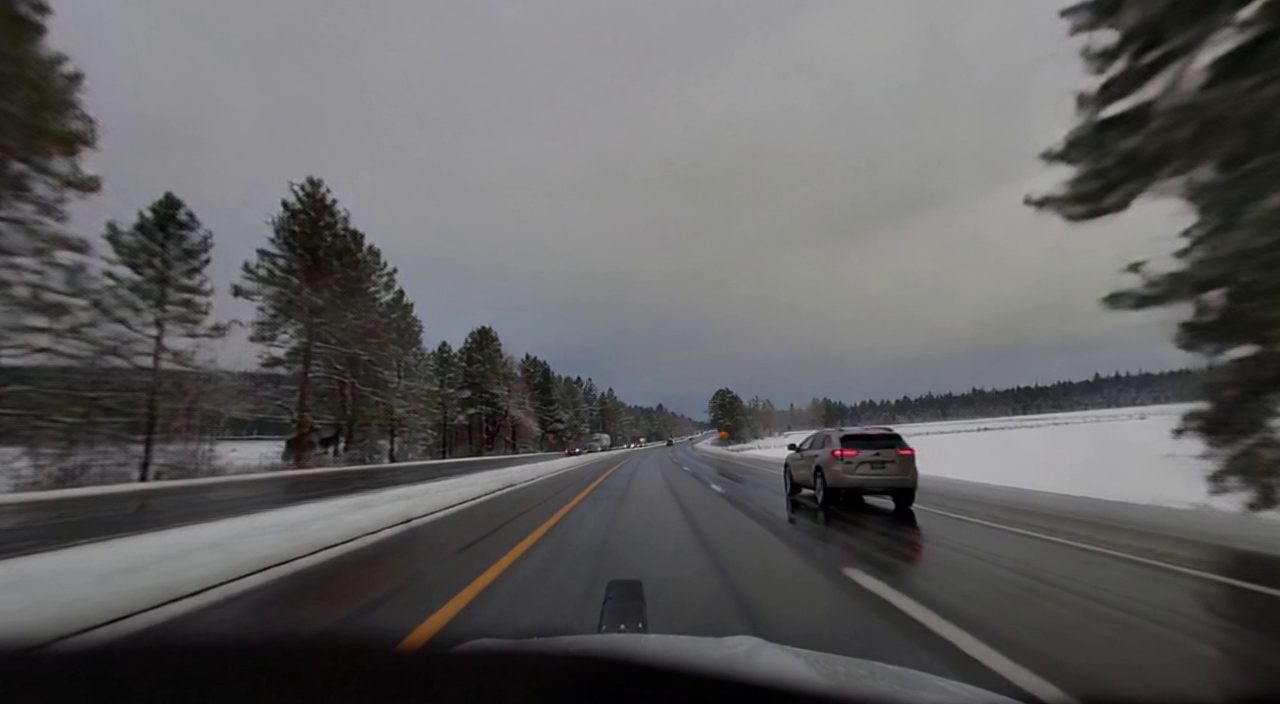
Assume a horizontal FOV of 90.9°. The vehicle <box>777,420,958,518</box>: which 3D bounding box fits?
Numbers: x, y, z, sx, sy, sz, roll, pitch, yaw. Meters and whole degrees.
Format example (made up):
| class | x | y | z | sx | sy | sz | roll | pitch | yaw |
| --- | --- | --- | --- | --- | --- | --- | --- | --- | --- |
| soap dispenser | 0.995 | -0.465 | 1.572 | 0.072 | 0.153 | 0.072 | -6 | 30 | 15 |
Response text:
| class | x | y | z | sx | sy | sz | roll | pitch | yaw |
| --- | --- | --- | --- | --- | --- | --- | --- | --- | --- |
| vehicle | 4.579 | 2.431 | 13.696 | 2.098 | 1.703 | 4.862 | 0 | -8 | 0 |
